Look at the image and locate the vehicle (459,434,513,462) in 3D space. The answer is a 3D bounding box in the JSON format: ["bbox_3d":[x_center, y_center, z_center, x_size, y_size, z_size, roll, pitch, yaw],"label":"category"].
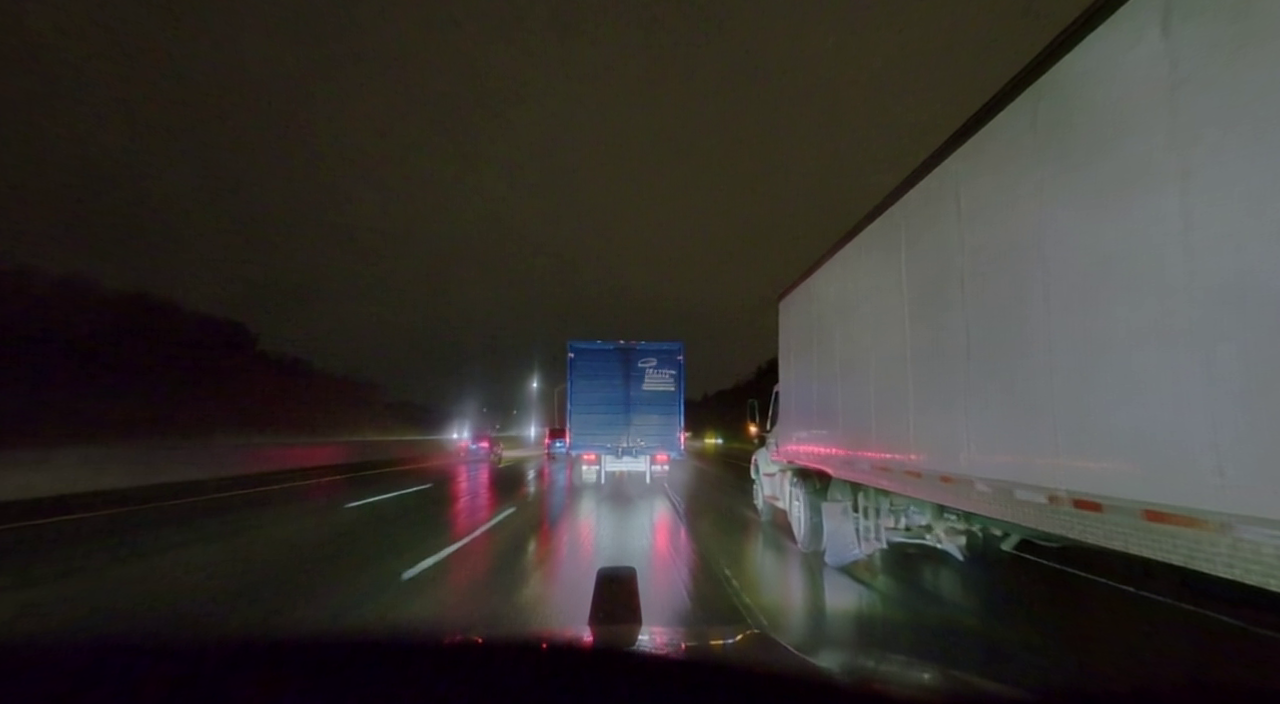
[{"bbox_3d":[-8.456,5.283,34.811,1.940,1.488,3.976,0,-8,0],"label":"vehicle"}]

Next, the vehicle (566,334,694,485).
[{"bbox_3d":[-0.295,2.250,22.494,3.442,4.106,10.719,0,-8,0],"label":"vehicle"}]

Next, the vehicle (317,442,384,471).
[{"bbox_3d":[-16.394,5.907,35.824,1.884,1.465,3.988,0,-8,0],"label":"vehicle"}]

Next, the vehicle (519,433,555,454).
[{"bbox_3d":[-8.027,7.116,49.179,1.981,1.574,4.561,0,-8,1],"label":"vehicle"}]
